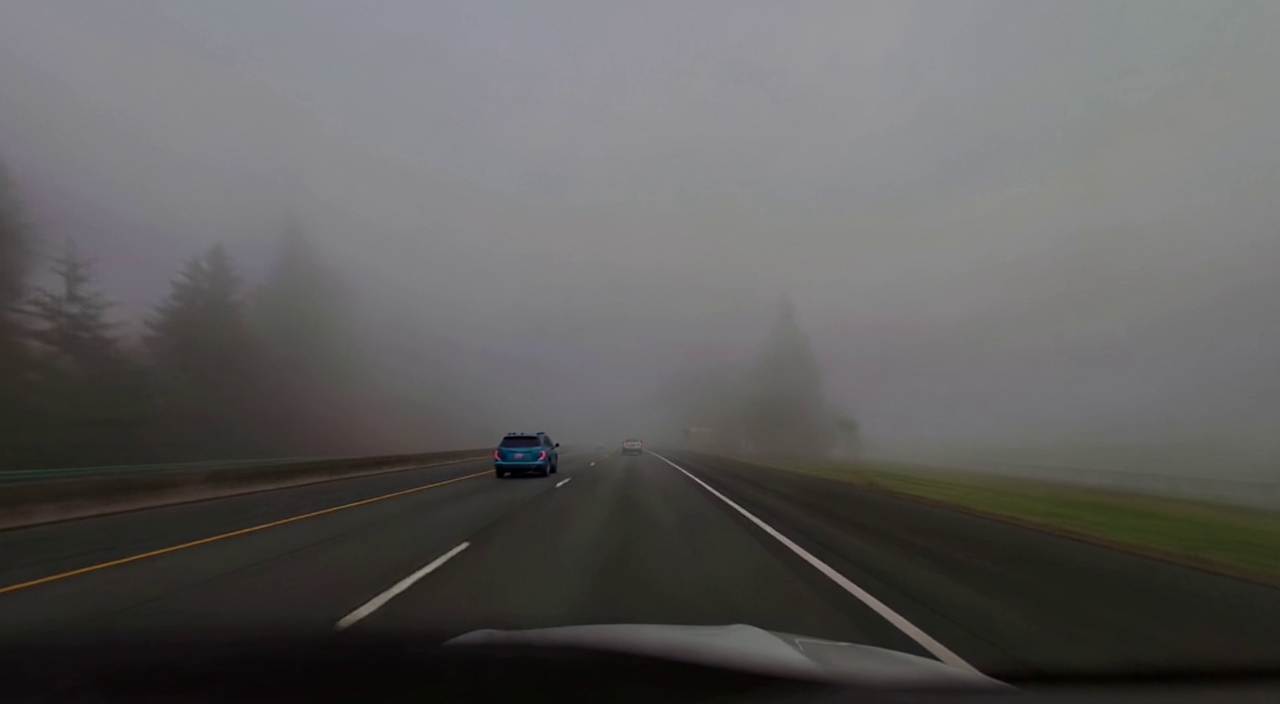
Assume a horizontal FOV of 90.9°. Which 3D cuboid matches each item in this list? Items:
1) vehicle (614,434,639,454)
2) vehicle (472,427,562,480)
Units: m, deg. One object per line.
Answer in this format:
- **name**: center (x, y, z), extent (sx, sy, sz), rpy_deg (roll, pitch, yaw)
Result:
- **vehicle**: center (-0.989, 7.024, 48.326), extent (1.836, 1.450, 3.519), rpy_deg (0, -8, -1)
- **vehicle**: center (-3.953, 3.343, 21.140), extent (2.072, 1.545, 4.767), rpy_deg (0, -8, 0)
